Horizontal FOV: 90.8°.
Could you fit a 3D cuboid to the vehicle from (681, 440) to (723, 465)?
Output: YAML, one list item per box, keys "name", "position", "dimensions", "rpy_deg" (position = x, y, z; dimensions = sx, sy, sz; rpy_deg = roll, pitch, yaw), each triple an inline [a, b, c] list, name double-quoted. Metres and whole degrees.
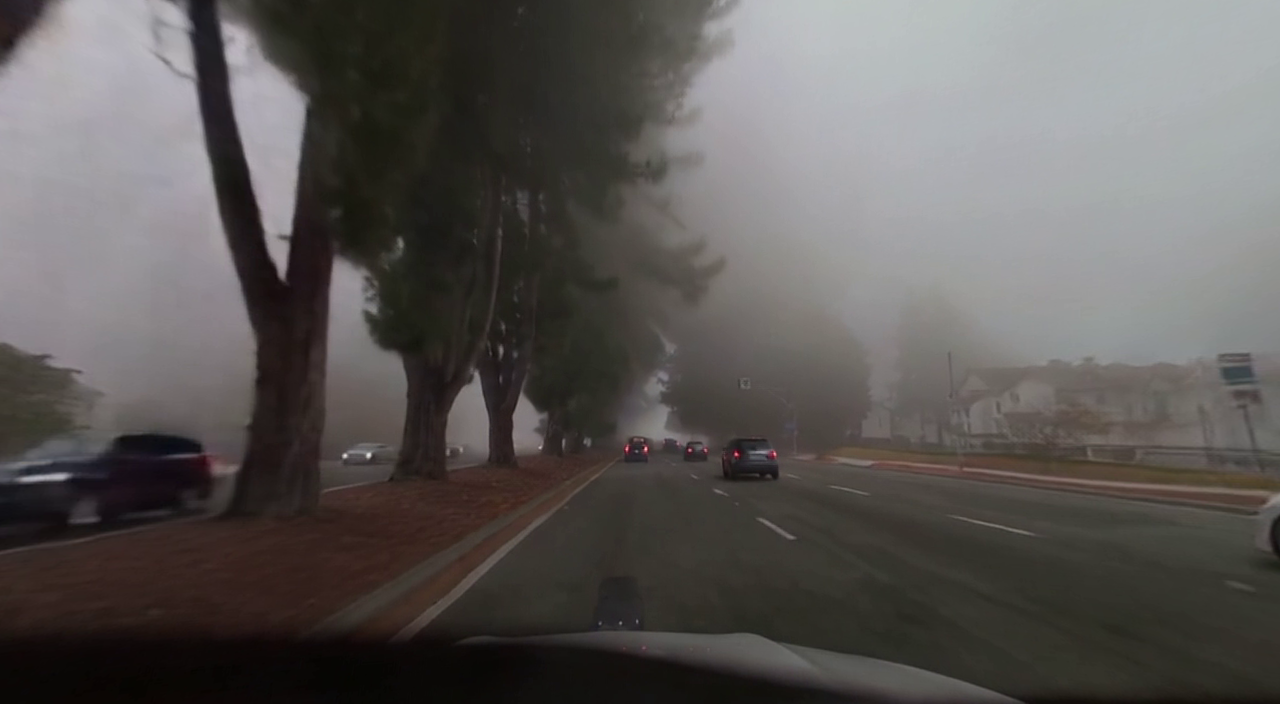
- name: "vehicle"
  position: [3.749, 6.175, 38.848]
  dimensions: [2.064, 1.474, 4.389]
  rpy_deg: [0, -9, -1]

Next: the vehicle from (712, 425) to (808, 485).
- name: "vehicle"
  position: [3.928, 3.508, 21.646]
  dimensions: [2.209, 1.813, 4.724]
  rpy_deg: [1, -9, -2]

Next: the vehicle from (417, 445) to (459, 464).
- name: "vehicle"
  position: [-15.808, 8.046, 49.641]
  dimensions: [1.825, 1.467, 4.364]
  rpy_deg: [0, -9, 0]

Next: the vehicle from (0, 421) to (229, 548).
- name: "vehicle"
  position: [-9.391, 2.129, 10.747]
  dimensions: [2.058, 1.716, 4.266]
  rpy_deg: [1, -9, -4]

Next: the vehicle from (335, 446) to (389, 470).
- name: "vehicle"
  position: [-19.403, 7.416, 44.299]
  dimensions: [1.887, 1.552, 4.301]
  rpy_deg: [1, -8, -1]

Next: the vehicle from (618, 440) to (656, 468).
- name: "vehicle"
  position: [-0.176, 5.738, 35.624]
  dimensions: [1.988, 1.418, 4.214]
  rpy_deg: [0, -9, 0]
